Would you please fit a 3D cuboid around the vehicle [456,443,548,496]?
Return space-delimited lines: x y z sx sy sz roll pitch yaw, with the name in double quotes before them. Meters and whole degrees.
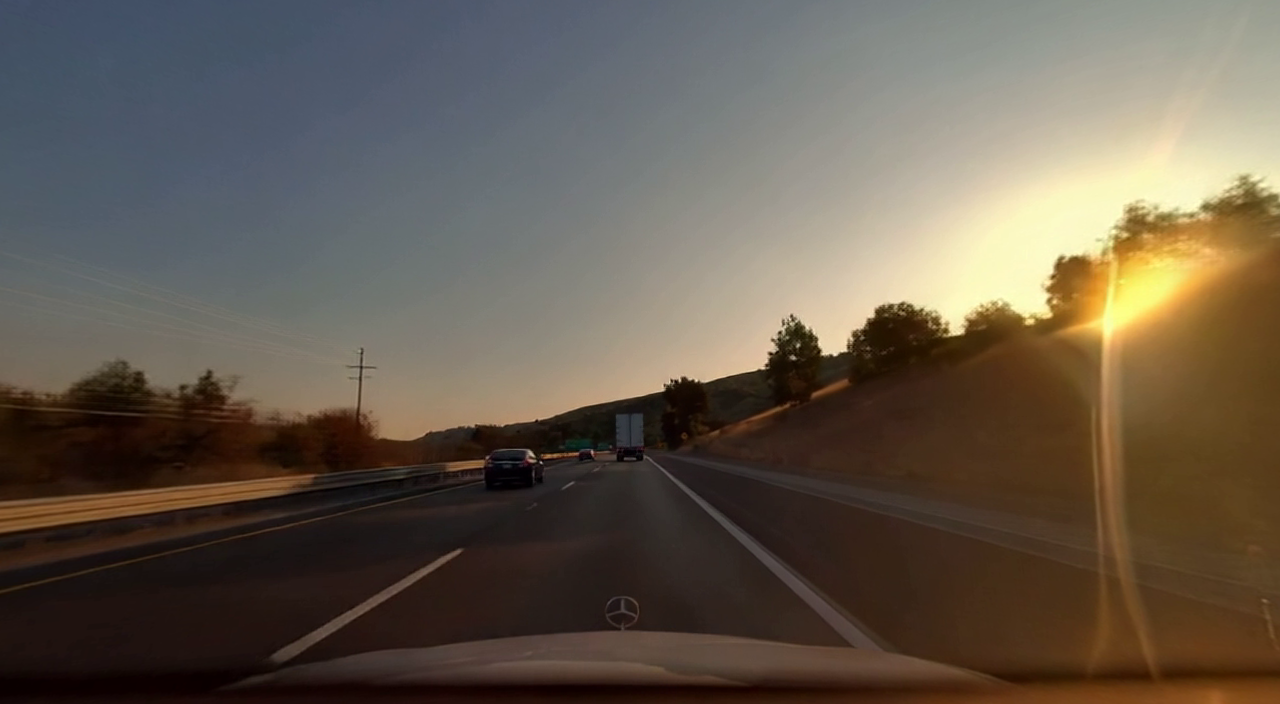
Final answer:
"vehicle" -4.271 3.705 20.244 1.978 1.507 4.062 0 -9 0
